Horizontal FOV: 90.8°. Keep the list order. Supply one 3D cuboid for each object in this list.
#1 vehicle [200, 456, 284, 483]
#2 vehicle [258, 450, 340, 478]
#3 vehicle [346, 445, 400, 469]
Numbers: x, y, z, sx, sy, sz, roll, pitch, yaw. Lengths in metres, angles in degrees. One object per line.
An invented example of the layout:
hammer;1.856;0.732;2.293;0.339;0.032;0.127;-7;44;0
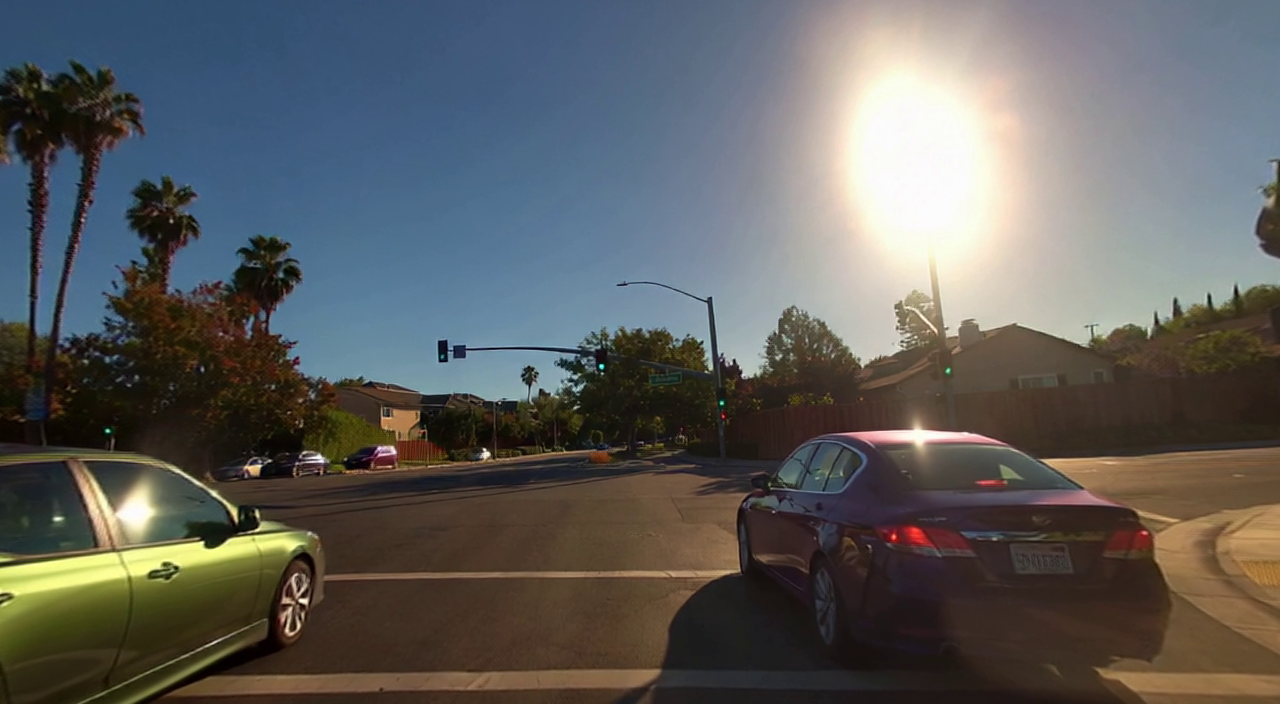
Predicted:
vehicle;-24.123;7.123;38.544;2.019;1.427;4.630;0;-9;2
vehicle;-20.040;6.568;37.442;2.084;1.528;4.778;0;-9;1
vehicle;-19.874;7.832;47.193;1.929;1.644;4.763;0;-9;0
